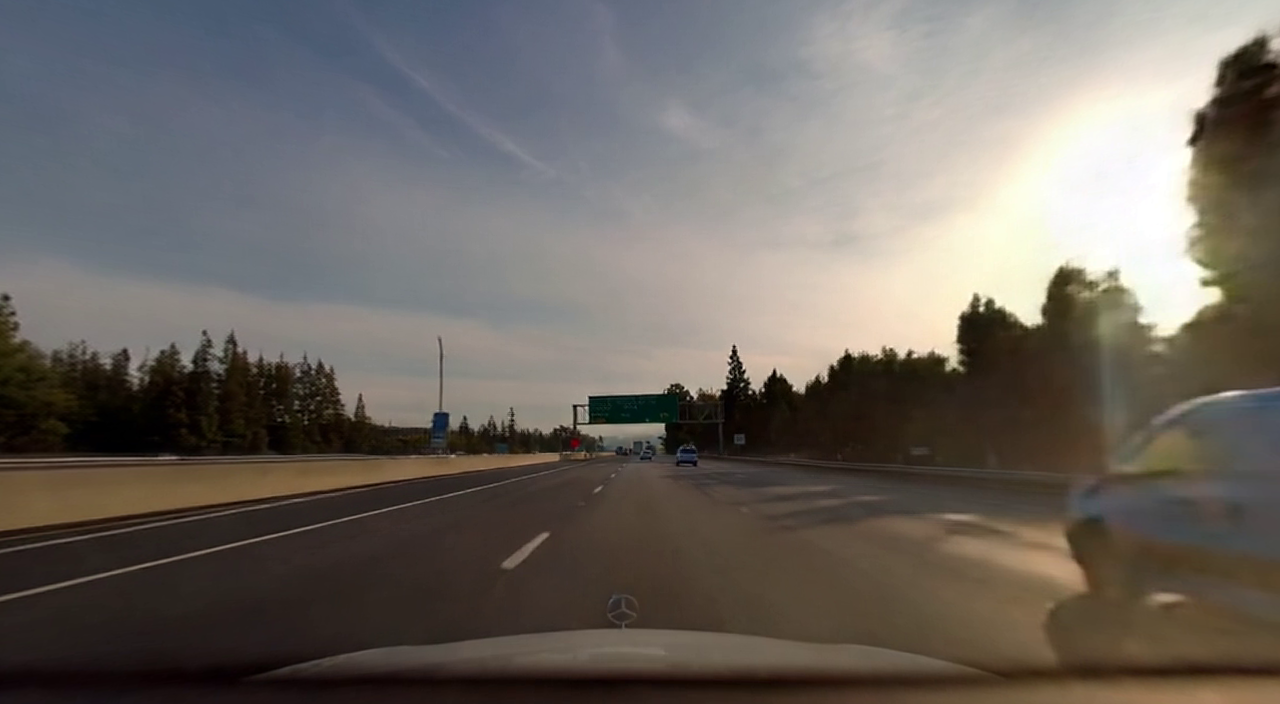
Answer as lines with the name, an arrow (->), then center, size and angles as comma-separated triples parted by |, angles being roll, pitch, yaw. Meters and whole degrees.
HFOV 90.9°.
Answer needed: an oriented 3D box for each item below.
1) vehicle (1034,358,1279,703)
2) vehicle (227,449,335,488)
vehicle -> 4.351, 0.892, 3.008 | 1.971, 1.795, 4.389 | 0, -9, -2
vehicle -> -15.302, 4.978, 27.225 | 1.903, 1.486, 4.666 | 0, -9, 1
